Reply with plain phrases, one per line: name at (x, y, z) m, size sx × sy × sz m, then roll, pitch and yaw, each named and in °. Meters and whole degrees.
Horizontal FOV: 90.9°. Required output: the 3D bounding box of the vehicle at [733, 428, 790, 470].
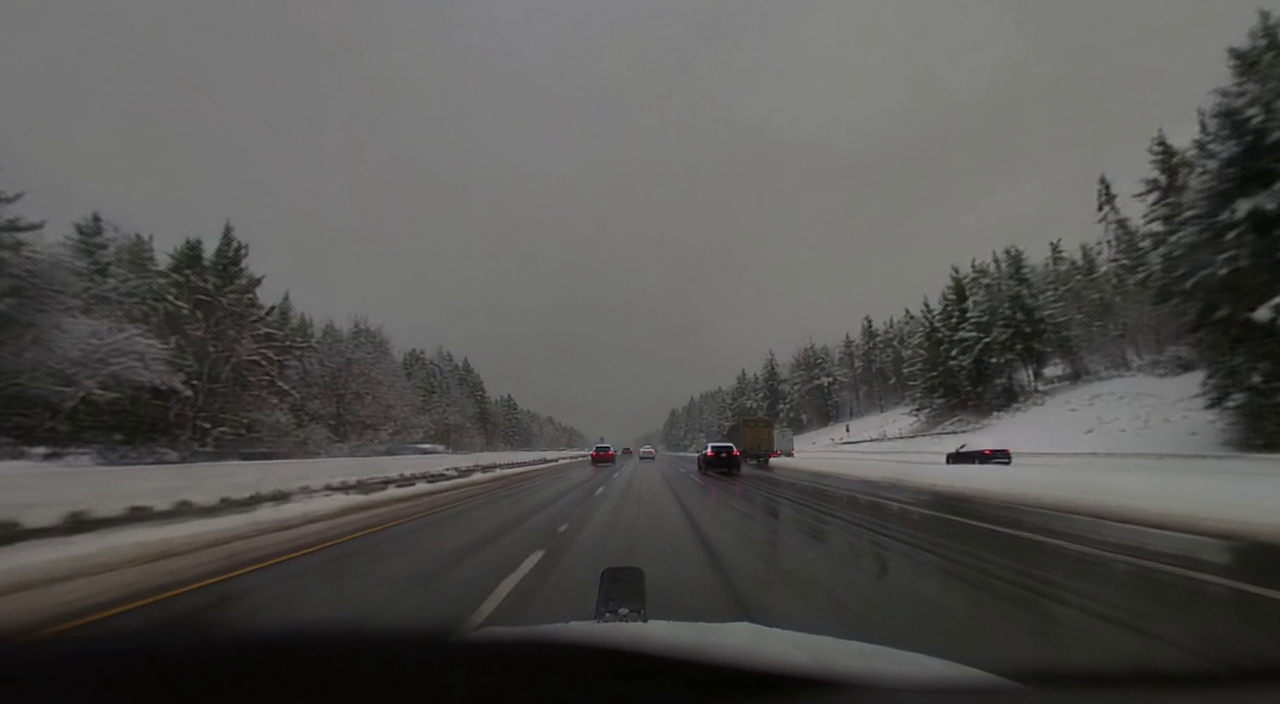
vehicle at (8.166, 6.586, 42.947) m, size 2.729 × 2.628 × 4.875 m, roll 0°, pitch -9°, yaw -2°

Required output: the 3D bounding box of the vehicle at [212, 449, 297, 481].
vehicle at (-23.227, 6.804, 38.252) m, size 2.091 × 1.782 × 4.774 m, roll 0°, pitch -8°, yaw 0°

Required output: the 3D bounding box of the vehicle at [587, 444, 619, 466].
vehicle at (-2.689, 7.652, 47.027) m, size 2.060 × 1.587 × 4.093 m, roll 0°, pitch -9°, yaw 1°

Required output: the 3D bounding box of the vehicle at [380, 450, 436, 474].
vehicle at (-15.405, 7.300, 42.194) m, size 1.996 × 1.495 × 4.468 m, roll 0°, pitch -9°, yaw 1°

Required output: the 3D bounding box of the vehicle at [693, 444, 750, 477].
vehicle at (3.921, 5.303, 31.137) m, size 2.080 × 1.493 × 4.674 m, roll 0°, pitch -9°, yaw -1°

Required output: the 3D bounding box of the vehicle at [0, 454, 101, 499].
vehicle at (-26.697, 5.266, 26.893) m, size 2.240 × 1.729 × 5.833 m, roll 0°, pitch -8°, yaw 0°

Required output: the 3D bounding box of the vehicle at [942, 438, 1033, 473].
vehicle at (21.983, 6.565, 40.270) m, size 2.221 × 1.995 × 5.803 m, roll 0°, pitch -9°, yaw -3°
